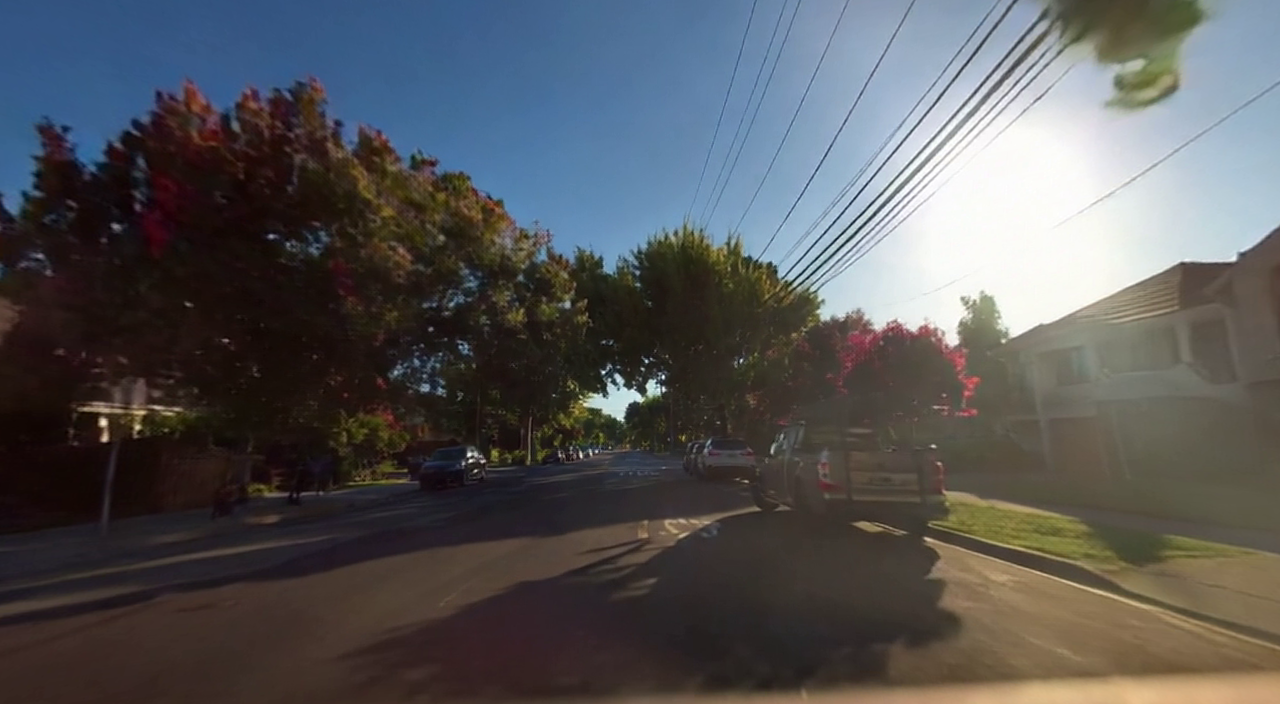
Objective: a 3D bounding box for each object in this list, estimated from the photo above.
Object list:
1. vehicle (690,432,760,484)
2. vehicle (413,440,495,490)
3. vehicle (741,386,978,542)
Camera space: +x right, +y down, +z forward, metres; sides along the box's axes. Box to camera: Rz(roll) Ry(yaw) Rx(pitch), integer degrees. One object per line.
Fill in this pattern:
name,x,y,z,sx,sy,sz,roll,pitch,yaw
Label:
vehicle,3.102,3.998,23.998,1.993,1.778,4.311,0,-9,0
vehicle,-7.392,4.585,25.505,1.980,1.664,4.342,-5,-11,0
vehicle,3.386,1.913,11.340,2.111,2.054,5.748,0,-9,-1
